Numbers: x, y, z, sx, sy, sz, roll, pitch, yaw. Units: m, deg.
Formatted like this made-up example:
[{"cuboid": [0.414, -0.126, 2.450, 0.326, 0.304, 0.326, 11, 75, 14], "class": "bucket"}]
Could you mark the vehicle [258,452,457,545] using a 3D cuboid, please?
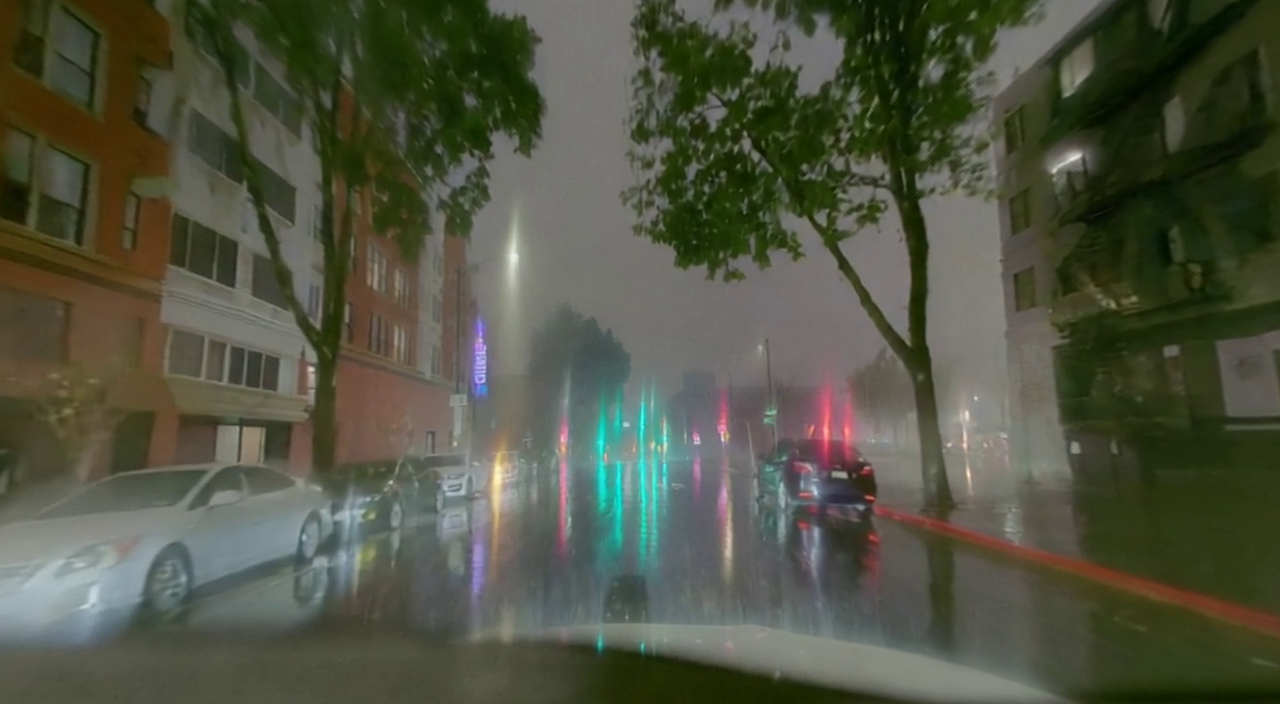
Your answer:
[{"cuboid": [-5.432, 2.839, 13.042, 1.873, 1.448, 5.013, 0, -8, -1], "class": "vehicle"}]

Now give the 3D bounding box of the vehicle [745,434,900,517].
[{"cuboid": [3.845, 2.664, 14.148, 1.978, 1.554, 4.192, 0, -8, -4], "class": "vehicle"}]

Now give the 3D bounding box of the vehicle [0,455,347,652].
[{"cuboid": [-5.382, 1.958, 7.204, 2.089, 1.463, 4.350, 0, -8, -2], "class": "vehicle"}]
